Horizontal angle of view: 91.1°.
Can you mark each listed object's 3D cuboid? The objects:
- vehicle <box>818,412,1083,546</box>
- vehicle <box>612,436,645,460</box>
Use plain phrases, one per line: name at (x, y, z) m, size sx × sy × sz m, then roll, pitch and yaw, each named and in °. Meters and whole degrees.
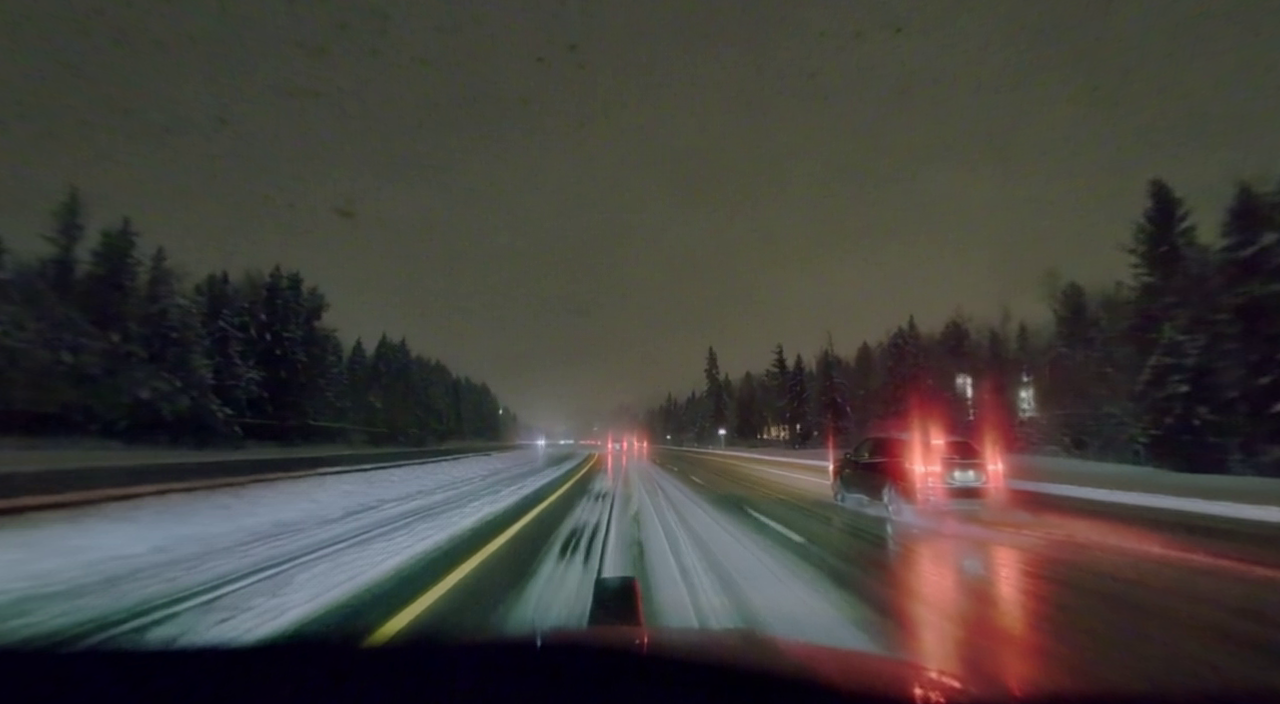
vehicle at (4.069, 1.700, 9.044) m, size 1.852 × 1.513 × 3.652 m, roll 0°, pitch -8°, yaw -2°
vehicle at (-0.807, 6.292, 41.365) m, size 1.998 × 1.512 × 3.735 m, roll 1°, pitch -8°, yaw -3°
